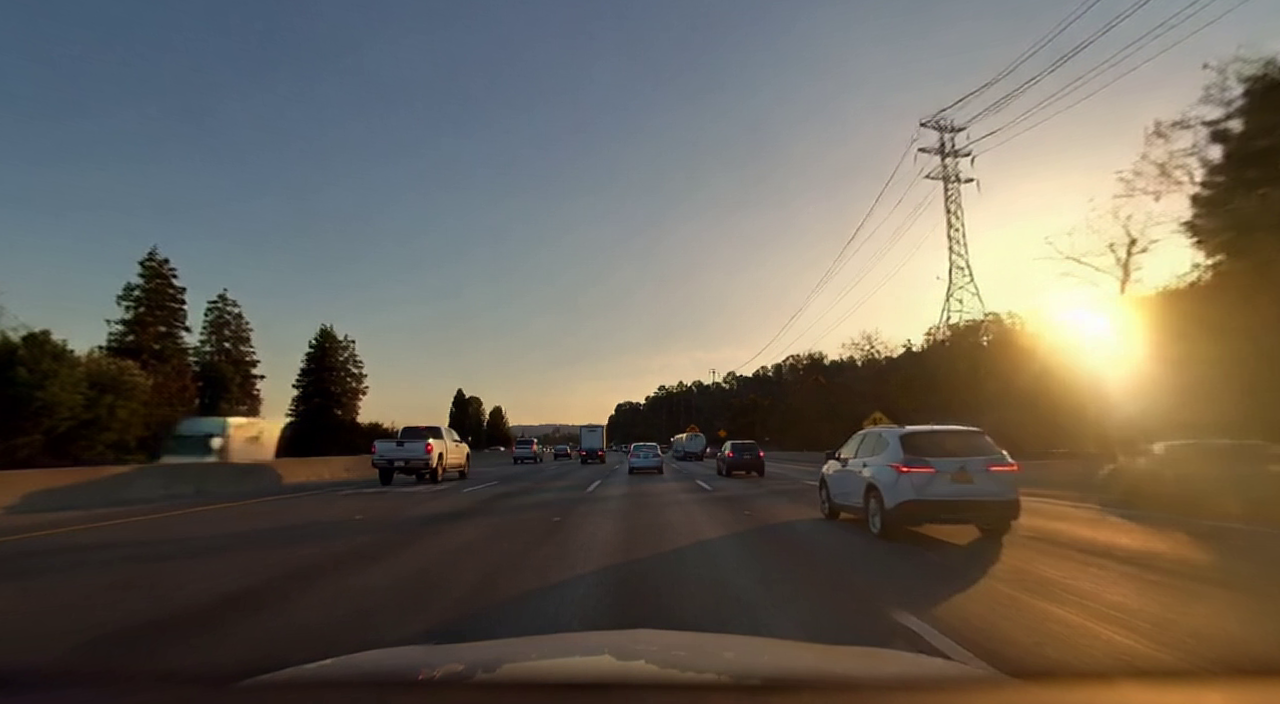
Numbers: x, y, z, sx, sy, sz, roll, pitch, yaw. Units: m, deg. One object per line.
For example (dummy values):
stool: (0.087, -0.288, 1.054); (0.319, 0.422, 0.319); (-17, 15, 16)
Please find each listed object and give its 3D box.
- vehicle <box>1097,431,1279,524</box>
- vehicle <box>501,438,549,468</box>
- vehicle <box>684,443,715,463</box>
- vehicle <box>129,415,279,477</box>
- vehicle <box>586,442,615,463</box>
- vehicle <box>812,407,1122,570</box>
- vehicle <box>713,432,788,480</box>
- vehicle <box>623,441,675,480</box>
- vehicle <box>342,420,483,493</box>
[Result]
vehicle: (11.448, 2.273, 11.800); (2.117, 1.491, 4.830); (0, -9, 0)
vehicle: (-6.825, 6.026, 37.894); (1.978, 1.680, 4.263); (0, -9, 1)
vehicle: (4.288, 7.340, 45.953); (1.895, 1.429, 3.908); (0, -9, 0)
vehicle: (-18.315, 4.025, 27.019); (2.192, 2.362, 5.785); (0, -9, 1)
vehicle: (-2.991, 7.653, 48.205); (1.904, 1.479, 4.274); (0, -9, 0)
vehicle: (4.022, 1.751, 8.813); (2.002, 1.691, 4.290); (0, -9, 0)
vehicle: (4.380, 4.220, 25.831); (2.195, 1.778, 4.455); (0, -9, -1)
vehicle: (0.335, 4.384, 25.715); (1.966, 1.444, 3.986); (0, -9, 0)
vehicle: (-6.847, 3.239, 19.892); (2.269, 1.936, 5.777); (0, -9, 0)
